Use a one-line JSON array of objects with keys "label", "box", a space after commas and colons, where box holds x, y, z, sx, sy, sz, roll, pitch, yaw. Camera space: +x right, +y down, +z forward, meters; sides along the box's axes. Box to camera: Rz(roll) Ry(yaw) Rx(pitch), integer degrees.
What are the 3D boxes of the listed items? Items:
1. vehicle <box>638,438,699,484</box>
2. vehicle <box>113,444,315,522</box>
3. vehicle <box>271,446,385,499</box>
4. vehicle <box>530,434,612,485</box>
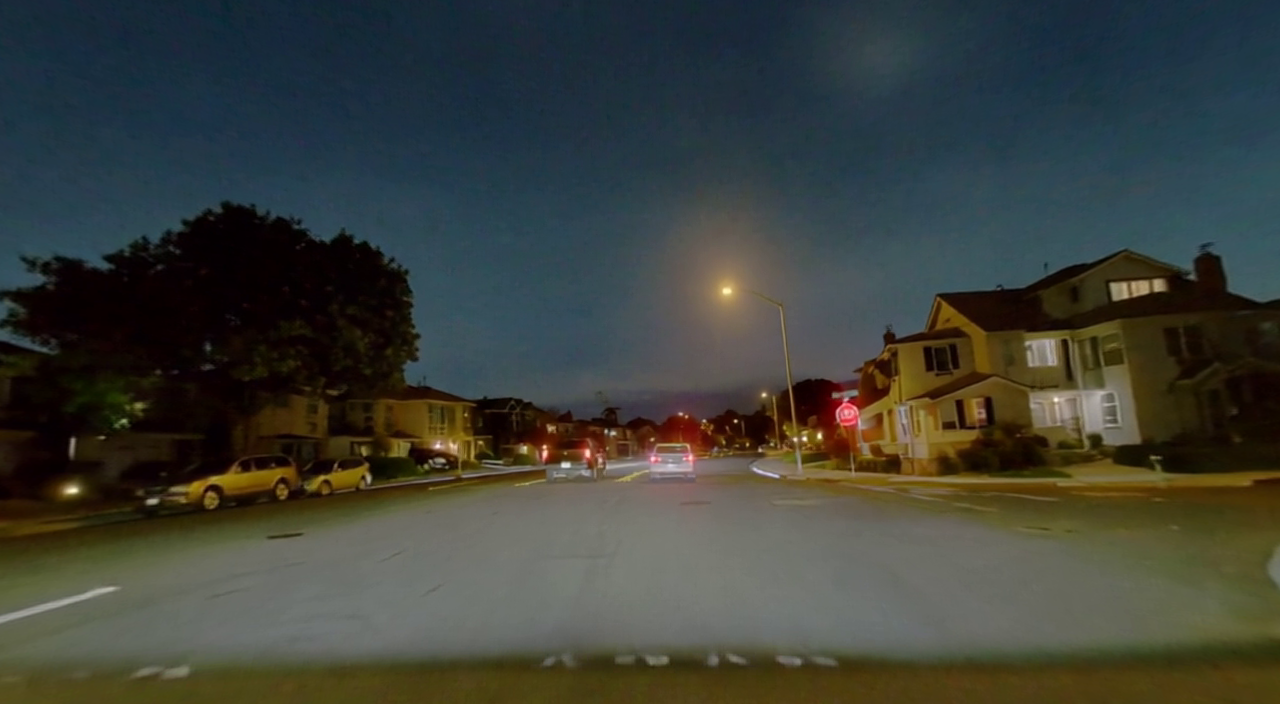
[{"label": "vehicle", "box": [1.075, 3.812, 22.303, 1.955, 1.459, 4.383, -1, -8, 4]}, {"label": "vehicle", "box": [-13.266, 4.047, 20.289, 2.191, 1.980, 5.888, -4, -9, 4]}, {"label": "vehicle", "box": [-12.636, 4.911, 25.900, 2.076, 1.864, 4.730, -3, -10, 3]}, {"label": "vehicle", "box": [-2.407, 3.934, 23.348, 2.178, 1.695, 4.339, -1, -8, 5]}]
